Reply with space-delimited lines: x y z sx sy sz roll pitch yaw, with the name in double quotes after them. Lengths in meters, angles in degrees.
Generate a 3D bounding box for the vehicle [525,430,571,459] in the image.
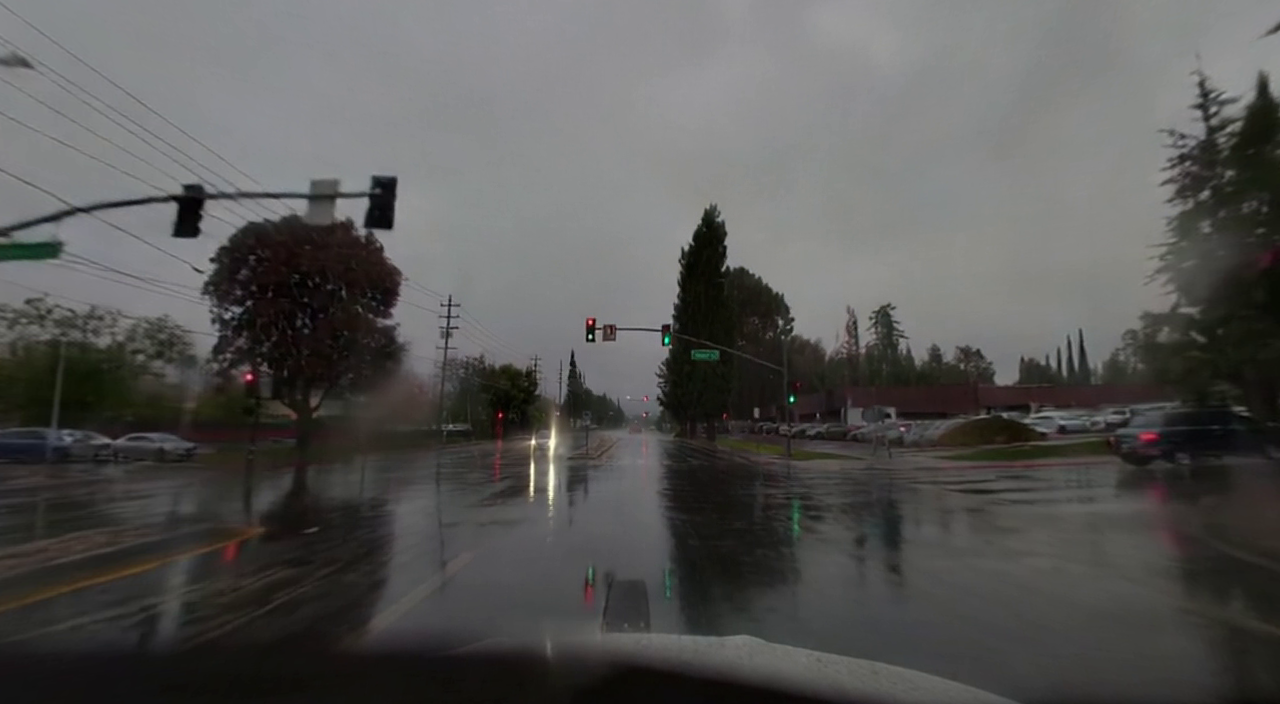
-5.169 5.207 35.969 1.948 1.471 5.408 2 -7 -2 "vehicle"

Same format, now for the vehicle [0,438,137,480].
-24.783 4.570 27.048 4.553 1.722 1.915 0 -8 -3 "vehicle"

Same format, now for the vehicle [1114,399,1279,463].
18.721 2.581 20.436 4.775 1.952 2.239 0 -8 2 "vehicle"

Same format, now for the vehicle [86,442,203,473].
-24.672 5.260 31.507 4.195 1.493 1.890 0 -8 -2 "vehicle"
